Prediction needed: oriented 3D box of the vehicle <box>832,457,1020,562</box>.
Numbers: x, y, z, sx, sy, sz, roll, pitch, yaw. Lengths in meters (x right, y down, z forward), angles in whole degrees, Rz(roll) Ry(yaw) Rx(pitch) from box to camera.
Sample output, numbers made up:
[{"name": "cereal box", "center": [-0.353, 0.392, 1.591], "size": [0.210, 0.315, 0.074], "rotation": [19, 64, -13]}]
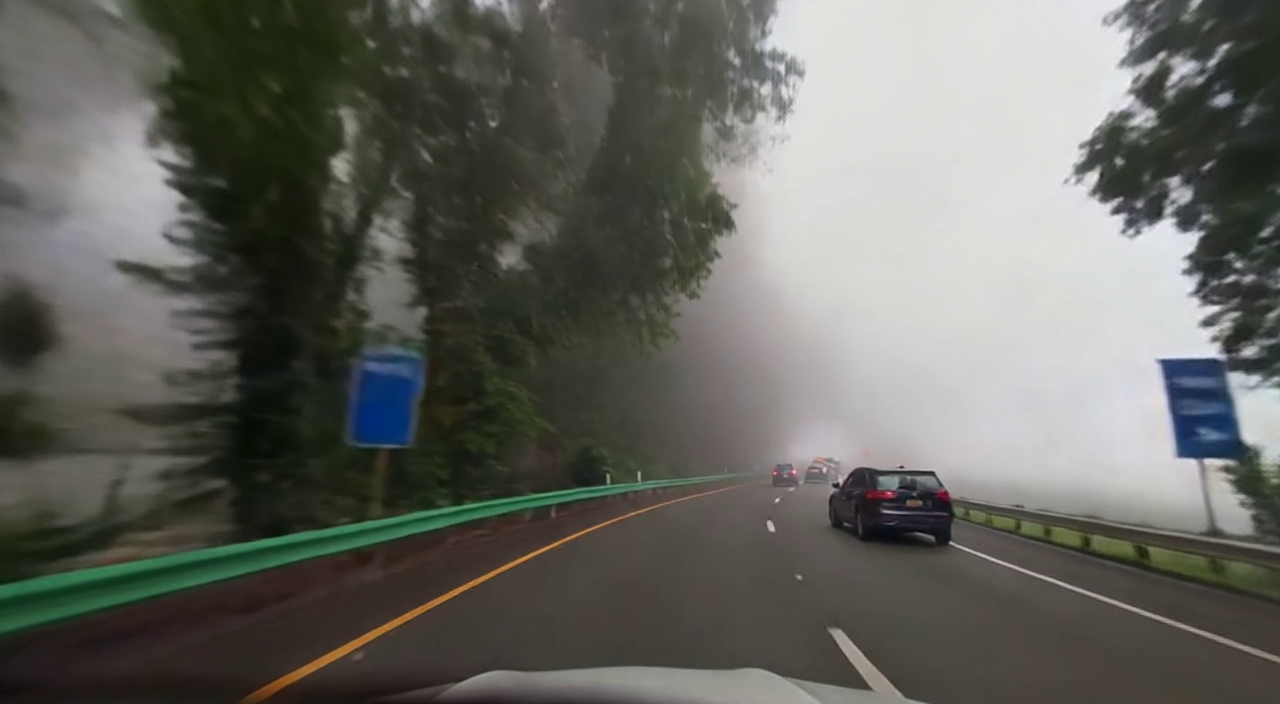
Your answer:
[{"name": "vehicle", "center": [5.134, 2.860, 12.049], "size": [2.023, 1.593, 4.105], "rotation": [0, -11, 6]}]

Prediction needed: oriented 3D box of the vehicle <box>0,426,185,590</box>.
[{"name": "vehicle", "center": [-17.014, 3.810, 15.532], "size": [2.909, 3.910, 9.340], "rotation": [-2, -11, 14]}]
